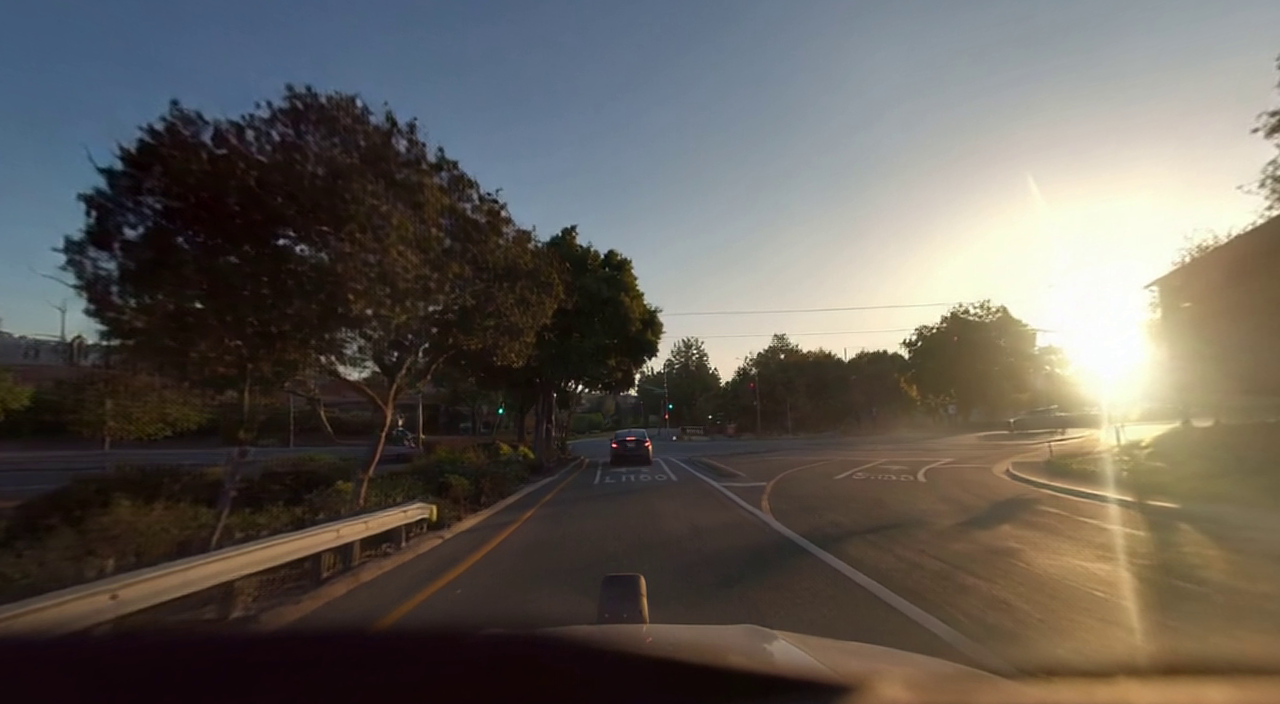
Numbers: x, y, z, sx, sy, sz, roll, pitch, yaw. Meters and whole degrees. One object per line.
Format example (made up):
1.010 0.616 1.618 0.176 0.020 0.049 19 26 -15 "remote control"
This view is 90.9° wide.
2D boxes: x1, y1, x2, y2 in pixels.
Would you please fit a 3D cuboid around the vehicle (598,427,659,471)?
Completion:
-0.426 3.624 23.713 2.056 1.473 4.380 0 -8 -1 "vehicle"

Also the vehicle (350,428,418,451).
-18.772 6.426 46.324 4.200 1.639 1.844 -1 -8 -1 "vehicle"
